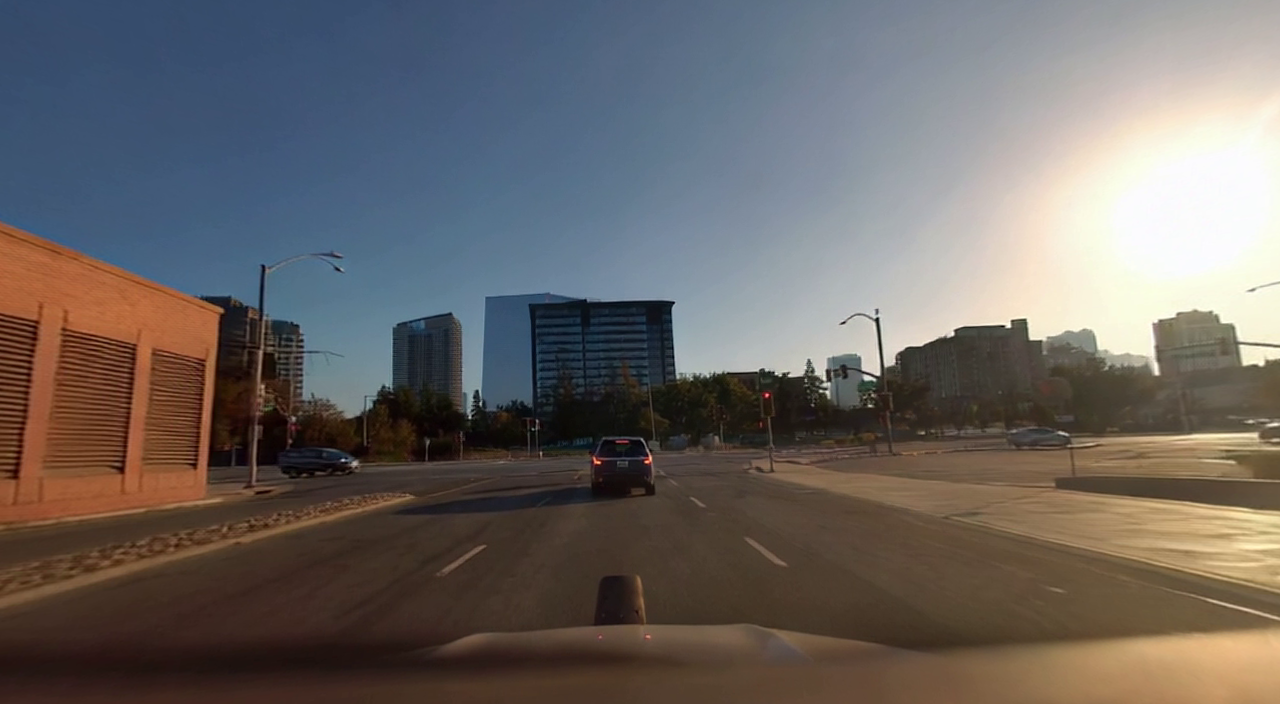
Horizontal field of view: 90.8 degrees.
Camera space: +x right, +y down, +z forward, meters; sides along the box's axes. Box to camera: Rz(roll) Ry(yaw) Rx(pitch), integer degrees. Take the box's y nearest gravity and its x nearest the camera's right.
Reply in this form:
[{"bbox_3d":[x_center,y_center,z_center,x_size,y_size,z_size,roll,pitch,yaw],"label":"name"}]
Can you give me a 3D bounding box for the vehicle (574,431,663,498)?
[{"bbox_3d":[-0.582,3.147,18.072,2.218,1.657,4.551,0,-9,-1],"label":"vehicle"}]
